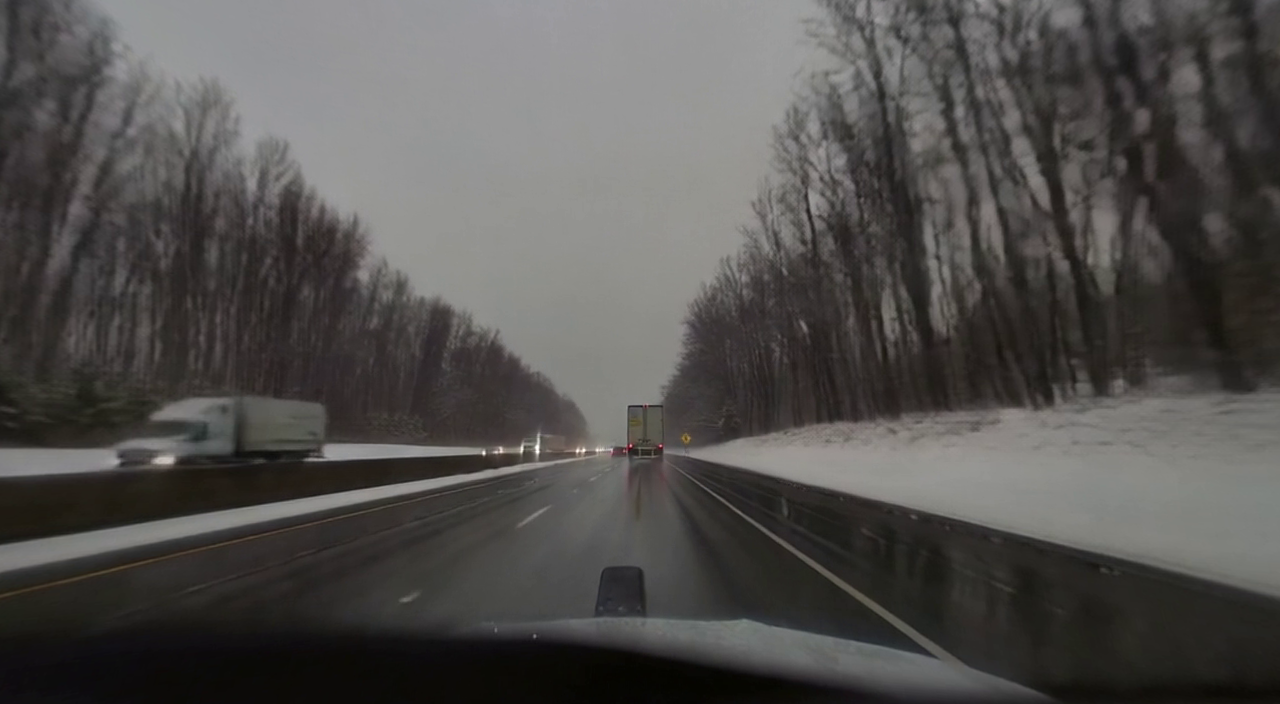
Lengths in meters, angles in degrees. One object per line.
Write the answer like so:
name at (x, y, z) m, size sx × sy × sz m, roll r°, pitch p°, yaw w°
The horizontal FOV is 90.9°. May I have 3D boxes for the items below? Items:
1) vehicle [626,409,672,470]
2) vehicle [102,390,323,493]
vehicle at (0.495, 6.516, 46.466) m, size 3.024 × 3.965 × 10.399 m, roll 0°, pitch -9°, yaw -1°
vehicle at (-16.708, 3.698, 25.767) m, size 2.889 × 3.506 × 8.390 m, roll 0°, pitch -9°, yaw 1°
